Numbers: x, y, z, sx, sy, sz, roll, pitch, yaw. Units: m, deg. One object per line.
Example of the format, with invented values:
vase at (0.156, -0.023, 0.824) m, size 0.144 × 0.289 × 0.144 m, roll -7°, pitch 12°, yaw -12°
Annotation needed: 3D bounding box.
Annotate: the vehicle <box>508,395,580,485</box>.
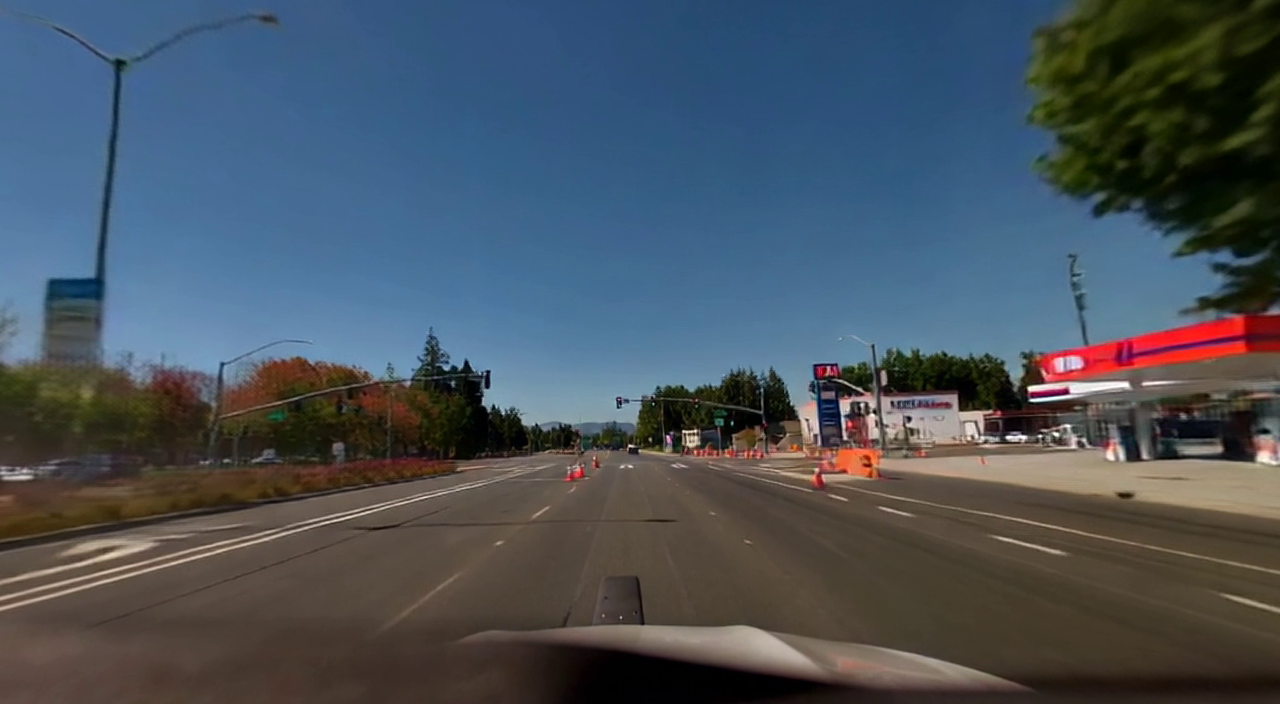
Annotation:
vehicle at (-4.067, 3.747, 27.225) m, size 2.637 × 3.576 × 3.006 m, roll -2°, pitch -7°, yaw -1°
